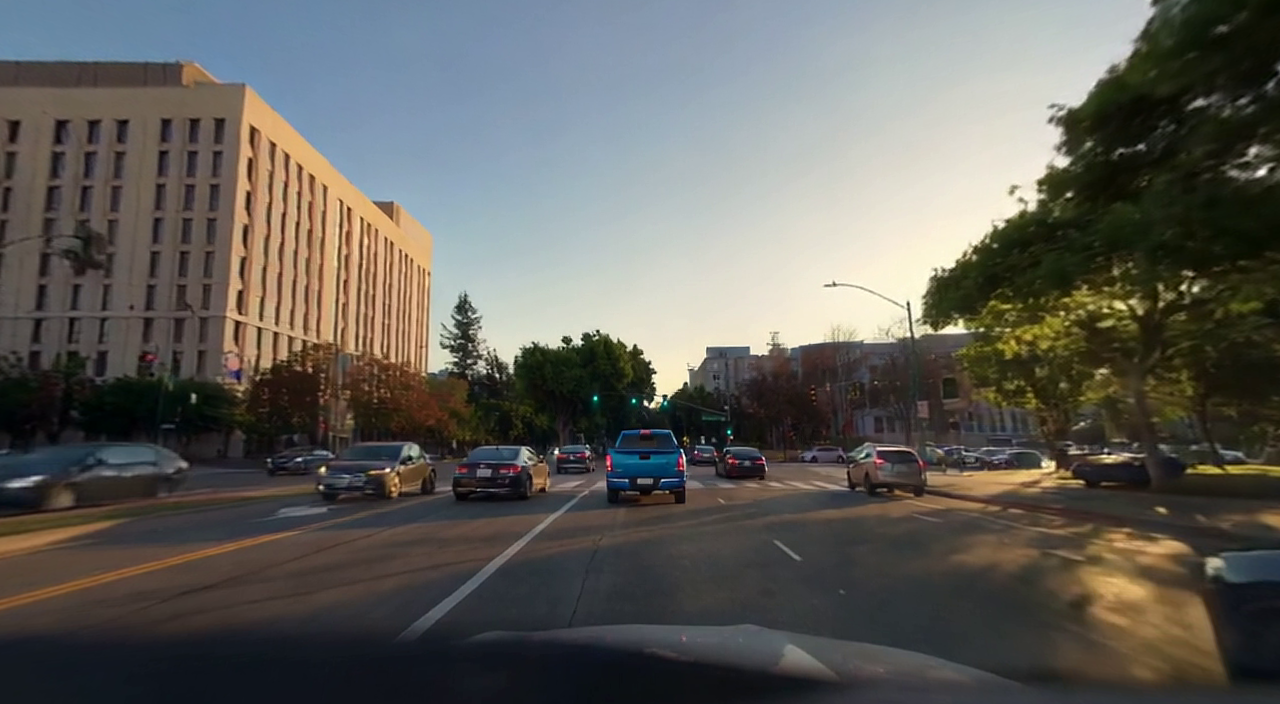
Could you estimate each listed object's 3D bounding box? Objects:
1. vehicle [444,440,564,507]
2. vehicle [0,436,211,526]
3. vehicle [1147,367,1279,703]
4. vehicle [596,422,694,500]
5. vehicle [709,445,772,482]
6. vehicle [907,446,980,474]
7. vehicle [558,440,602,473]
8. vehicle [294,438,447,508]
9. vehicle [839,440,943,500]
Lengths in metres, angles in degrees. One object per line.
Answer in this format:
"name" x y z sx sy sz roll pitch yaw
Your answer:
"vehicle" -3.280 3.019 16.194 1.986 1.465 4.509 0 -8 1
"vehicle" -12.165 2.765 14.136 2.054 1.662 4.384 0 -8 -1
"vehicle" 3.455 0.653 0.933 1.955 1.628 4.152 0 -8 1
"vehicle" 0.124 3.136 18.505 2.493 1.934 4.957 0 -8 0
"vehicle" 4.271 4.789 27.505 1.968 1.472 4.456 0 -8 0
"vehicle" 22.591 7.956 46.881 5.227 1.935 2.289 5 -10 -32
"vehicle" -3.328 5.840 35.508 2.018 1.700 4.142 0 -8 1
"vehicle" -6.652 3.010 16.205 1.907 1.541 4.364 0 -8 1
"vehicle" 8.928 4.191 22.910 2.126 1.820 4.521 2 -8 3
